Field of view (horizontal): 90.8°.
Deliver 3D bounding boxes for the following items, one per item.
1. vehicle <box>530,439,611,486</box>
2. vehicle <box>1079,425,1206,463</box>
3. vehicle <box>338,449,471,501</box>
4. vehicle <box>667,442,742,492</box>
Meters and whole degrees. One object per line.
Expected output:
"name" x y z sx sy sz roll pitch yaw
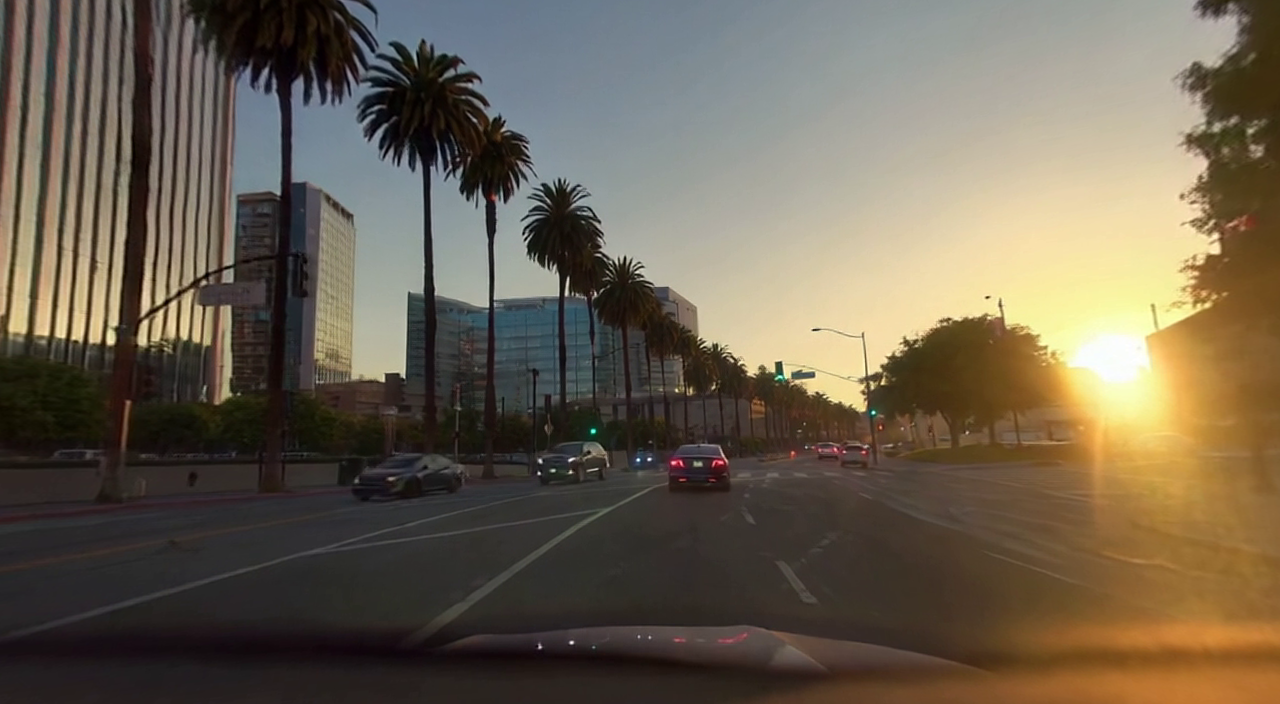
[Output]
"vehicle" -2.728 4.508 26.018 2.013 1.746 4.366 -2 -9 12
"vehicle" 25.741 4.722 32.421 5.049 1.861 2.081 1 -9 -9
"vehicle" -7.489 3.943 20.694 2.012 1.467 4.592 -1 -9 9
"vehicle" 2.288 3.826 21.393 2.096 1.492 4.071 -2 -9 11
